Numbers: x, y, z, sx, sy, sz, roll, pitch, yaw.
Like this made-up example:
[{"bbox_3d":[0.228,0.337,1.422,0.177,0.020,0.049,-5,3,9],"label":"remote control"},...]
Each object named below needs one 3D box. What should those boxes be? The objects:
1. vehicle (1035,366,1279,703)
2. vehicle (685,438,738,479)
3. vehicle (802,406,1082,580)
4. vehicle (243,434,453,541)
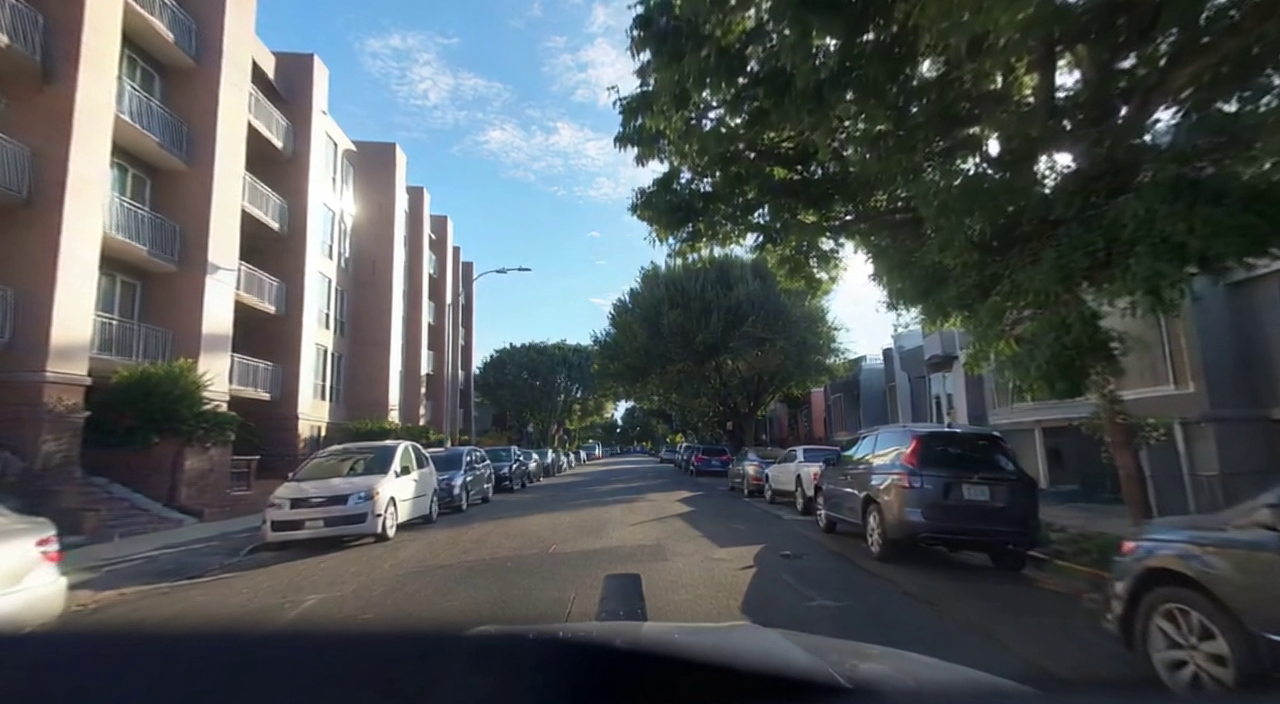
[{"bbox_3d":[3.728,0.815,1.944,1.886,1.727,4.678,0,-8,-1],"label":"vehicle"},{"bbox_3d":[3.374,5.136,30.831,1.912,1.781,5.159,0,-8,-1],"label":"vehicle"},{"bbox_3d":[3.834,1.849,9.146,1.911,1.835,4.599,0,-8,2],"label":"vehicle"},{"bbox_3d":[-5.232,2.413,12.002,2.274,1.679,3.639,0,-8,-1],"label":"vehicle"}]
